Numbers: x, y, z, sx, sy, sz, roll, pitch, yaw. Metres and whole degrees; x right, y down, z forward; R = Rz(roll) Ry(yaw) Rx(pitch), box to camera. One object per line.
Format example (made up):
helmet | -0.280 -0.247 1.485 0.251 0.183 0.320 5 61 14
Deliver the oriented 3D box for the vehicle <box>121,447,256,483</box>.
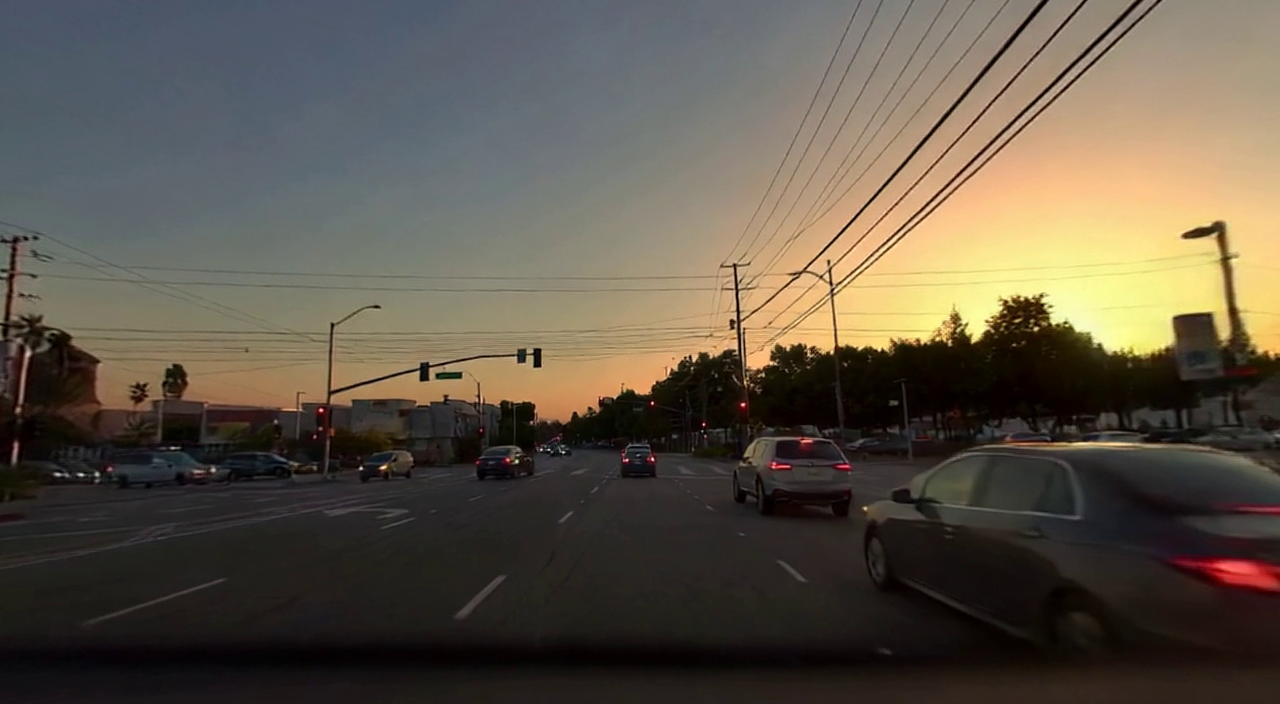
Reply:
vehicle | -30.336 7.565 42.656 6.968 2.250 2.605 0 -8 -3

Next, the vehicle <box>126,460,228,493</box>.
vehicle | -25.806 6.913 35.222 4.989 1.567 2.075 -2 -10 21

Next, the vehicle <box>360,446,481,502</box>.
vehicle | -6.369 3.561 18.927 2.075 1.470 4.190 0 -8 1

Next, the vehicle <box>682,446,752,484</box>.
vehicle | 3.150 4.723 26.827 2.208 1.436 4.542 0 -8 -3

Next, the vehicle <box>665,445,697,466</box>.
vehicle | 3.040 7.773 47.763 1.971 1.477 4.121 0 -8 -2

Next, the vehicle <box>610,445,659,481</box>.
vehicle | -0.260 4.986 28.662 2.065 1.484 3.894 0 -8 -1

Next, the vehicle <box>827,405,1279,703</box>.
vehicle | 2.959 1.224 4.216 1.945 1.470 4.363 0 -8 -2
